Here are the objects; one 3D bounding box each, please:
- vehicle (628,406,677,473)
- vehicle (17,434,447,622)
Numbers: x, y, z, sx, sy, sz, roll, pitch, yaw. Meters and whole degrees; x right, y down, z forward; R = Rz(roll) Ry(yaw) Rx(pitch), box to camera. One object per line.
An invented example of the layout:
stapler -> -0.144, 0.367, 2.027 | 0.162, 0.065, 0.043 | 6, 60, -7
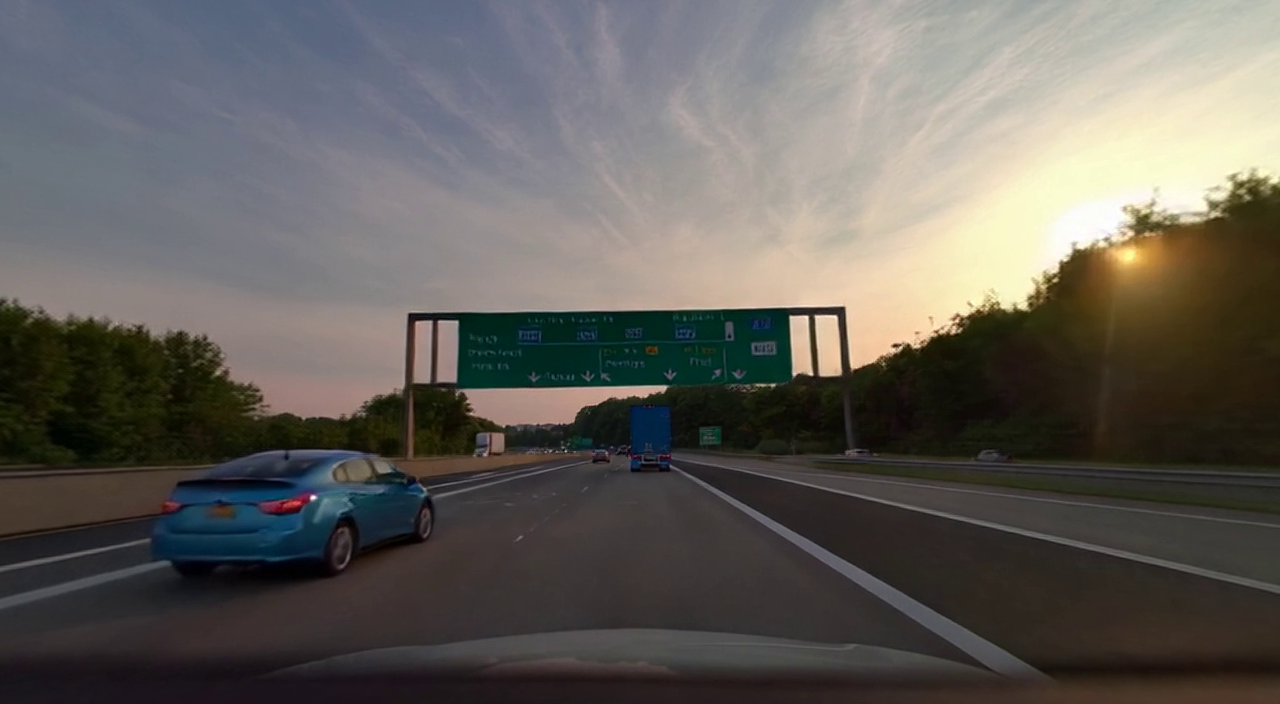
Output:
vehicle -> 0.800, 6.145, 43.942 | 3.022, 4.072, 10.318 | 0, -9, 0
vehicle -> -3.939, 1.737, 7.286 | 1.931, 1.466, 4.458 | 0, -9, 1
